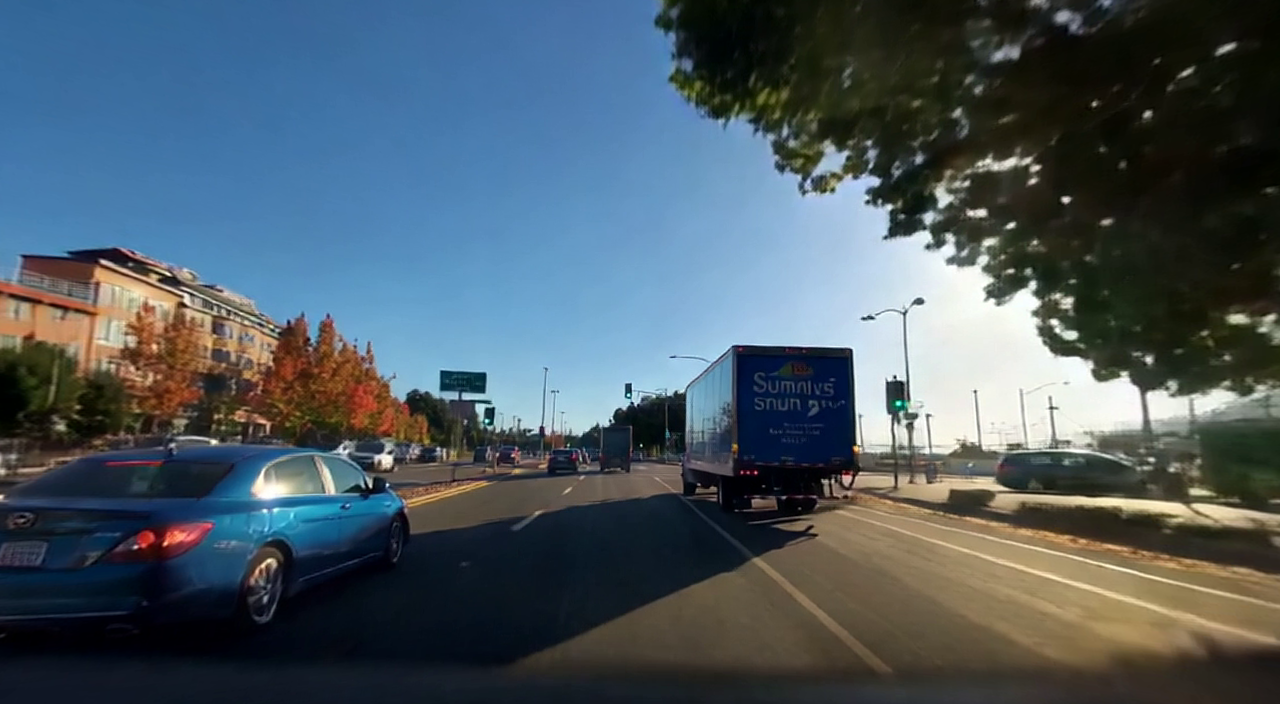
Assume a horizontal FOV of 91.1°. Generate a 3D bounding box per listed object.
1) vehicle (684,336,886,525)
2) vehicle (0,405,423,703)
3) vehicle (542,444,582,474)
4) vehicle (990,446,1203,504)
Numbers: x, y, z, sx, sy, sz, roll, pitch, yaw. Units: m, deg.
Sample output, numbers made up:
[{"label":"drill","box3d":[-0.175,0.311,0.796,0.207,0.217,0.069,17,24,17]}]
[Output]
[{"label":"vehicle","box3d":[3.089,2.152,16.405,2.905,3.644,8.441,0,-9,-2]},{"label":"vehicle","box3d":[-3.458,1.349,5.035,1.828,1.515,4.422,0,-9,0]},{"label":"vehicle","box3d":[-4.932,6.808,40.068,2.388,1.811,4.455,1,-9,-6]},{"label":"vehicle","box3d":[16.223,4.375,22.756,5.670,1.895,2.219,-2,-9,15]}]
